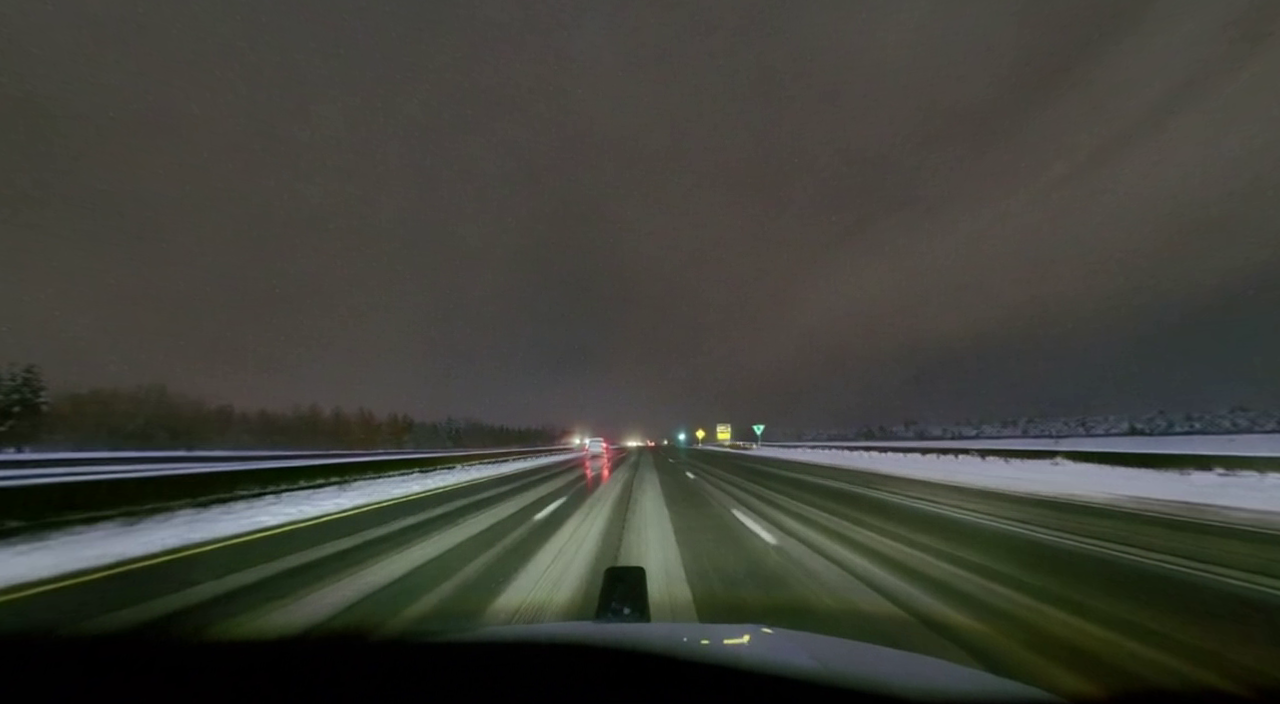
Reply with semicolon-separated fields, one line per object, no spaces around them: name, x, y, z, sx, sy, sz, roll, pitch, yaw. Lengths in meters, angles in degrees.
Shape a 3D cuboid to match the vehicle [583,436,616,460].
vehicle;-3.029;7.268;47.906;2.189;1.707;4.692;0;-8;1
